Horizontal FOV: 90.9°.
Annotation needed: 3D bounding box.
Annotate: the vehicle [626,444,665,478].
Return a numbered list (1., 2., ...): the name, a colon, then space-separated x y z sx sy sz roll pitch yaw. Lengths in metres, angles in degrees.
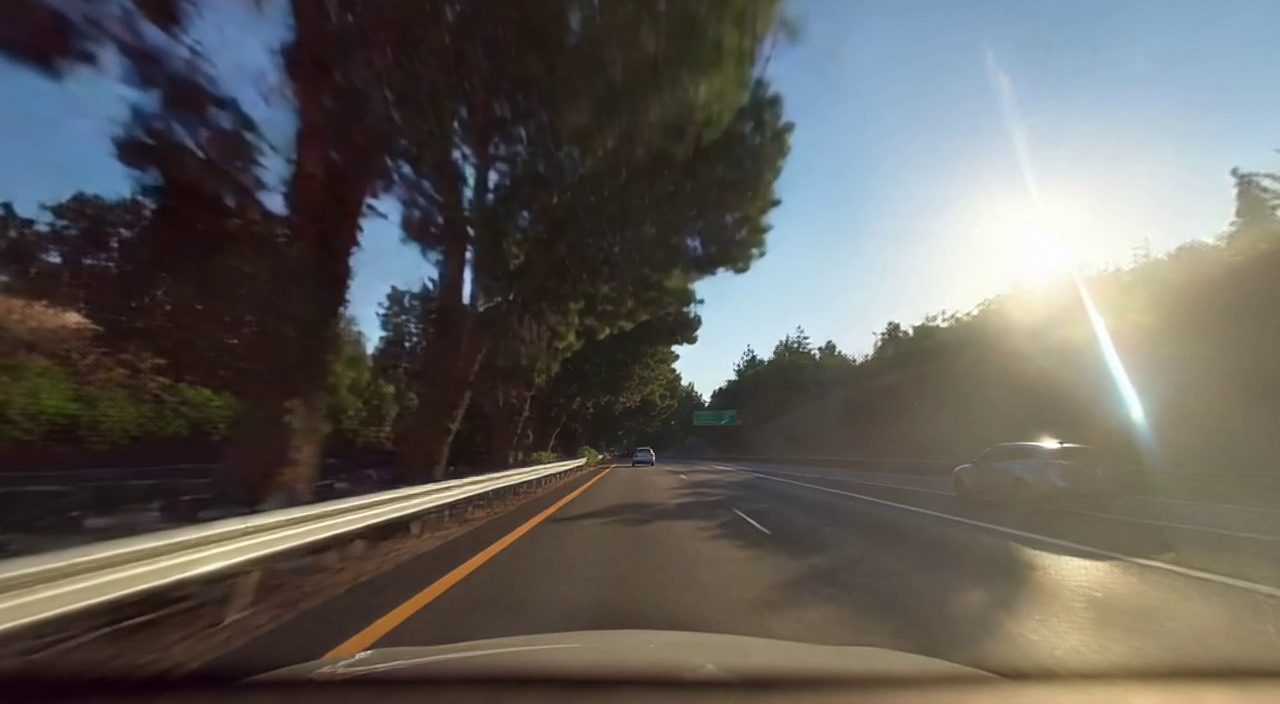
1. vehicle: 0.256 5.802 33.753 1.987 1.658 3.620 0 -9 -1
